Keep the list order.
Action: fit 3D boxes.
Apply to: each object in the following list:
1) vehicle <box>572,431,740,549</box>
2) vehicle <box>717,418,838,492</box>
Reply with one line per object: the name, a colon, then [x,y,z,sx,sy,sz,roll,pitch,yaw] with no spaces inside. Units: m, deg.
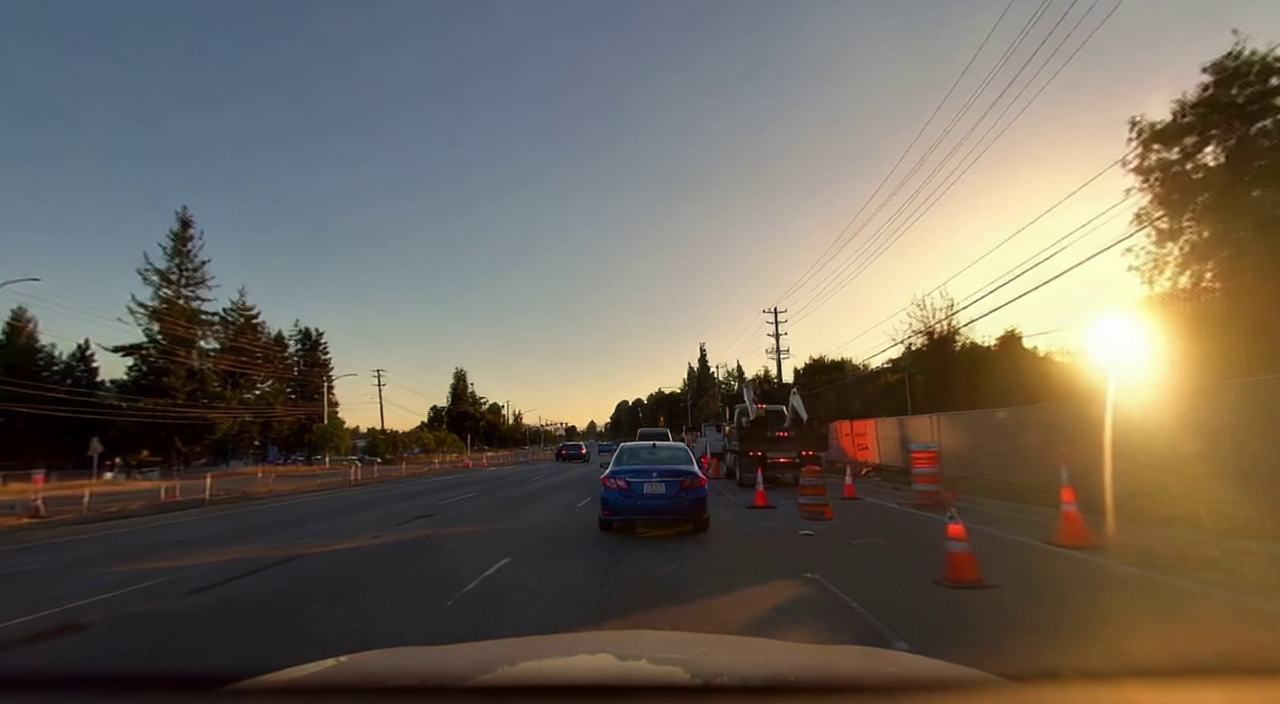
vehicle: [0.211,2.071,10.192,2.128,1.473,4.272,0,-8,0]
vehicle: [4.154,3.288,20.445,2.555,2.017,6.201,0,-8,1]
